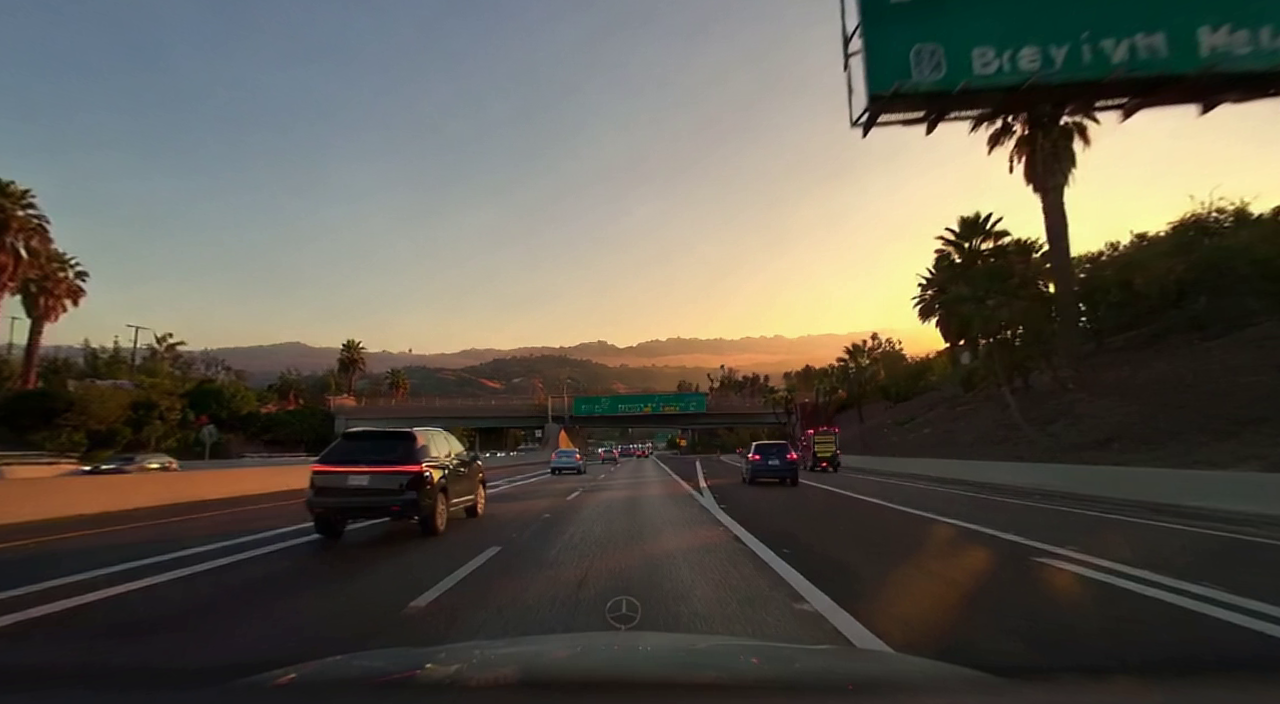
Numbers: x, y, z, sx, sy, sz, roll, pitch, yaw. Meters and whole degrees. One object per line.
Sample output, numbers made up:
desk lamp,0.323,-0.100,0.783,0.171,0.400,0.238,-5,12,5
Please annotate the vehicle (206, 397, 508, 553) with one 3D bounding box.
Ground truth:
vehicle,-4.175,1.990,10.906,2.420,1.937,5.916,0,-9,1

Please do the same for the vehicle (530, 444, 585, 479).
vehicle,-3.925,5.303,30.810,2.052,1.545,4.470,0,-9,1

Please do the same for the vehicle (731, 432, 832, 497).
vehicle,4.342,3.539,20.262,2.303,1.791,5.247,-1,-9,3
